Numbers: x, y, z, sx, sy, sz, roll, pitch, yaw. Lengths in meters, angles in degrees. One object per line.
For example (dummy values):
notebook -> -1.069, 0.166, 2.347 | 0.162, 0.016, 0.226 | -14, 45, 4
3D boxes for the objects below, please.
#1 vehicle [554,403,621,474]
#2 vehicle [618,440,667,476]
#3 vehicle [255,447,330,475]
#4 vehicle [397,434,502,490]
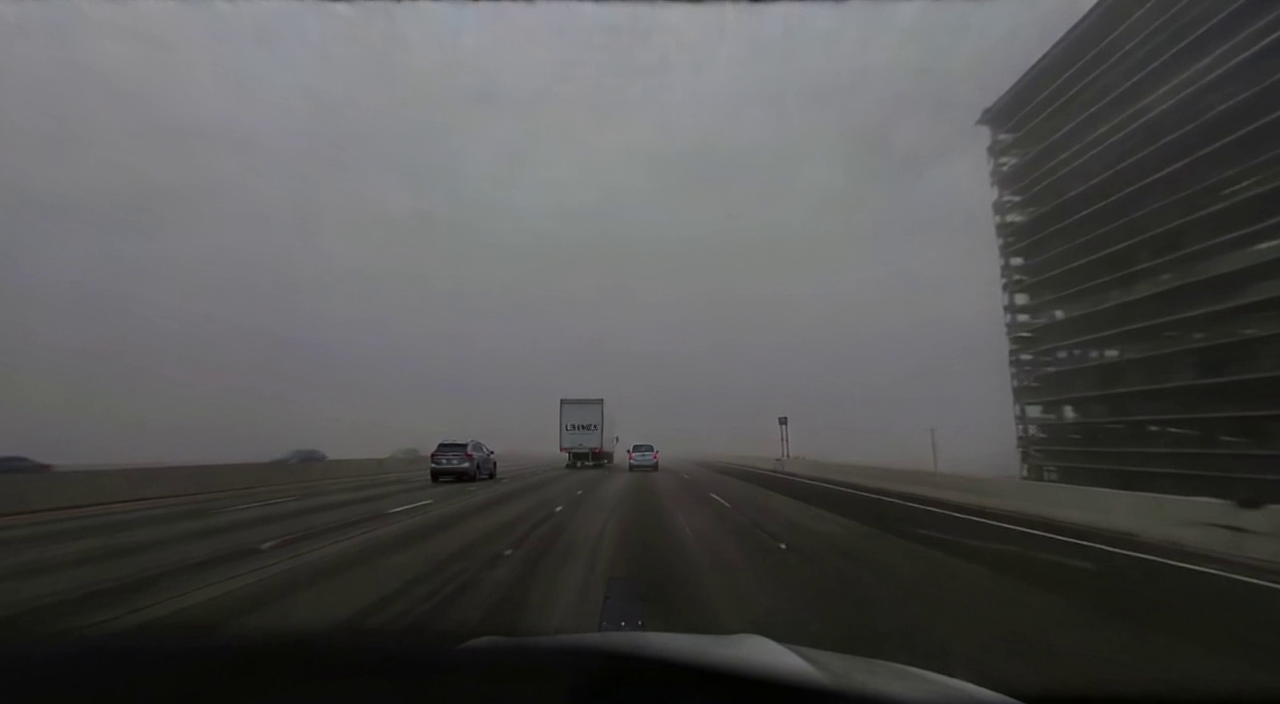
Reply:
vehicle -> -2.739, 4.948, 35.627 | 2.794, 3.460, 8.595 | 0, -9, 2
vehicle -> 0.147, 5.039, 30.196 | 2.168, 1.597, 3.615 | 0, -9, 1
vehicle -> -18.956, 5.955, 34.560 | 1.874, 1.427, 3.839 | 0, -9, 1
vehicle -> -6.372, 3.740, 21.721 | 2.124, 1.674, 4.541 | 0, -9, 1
